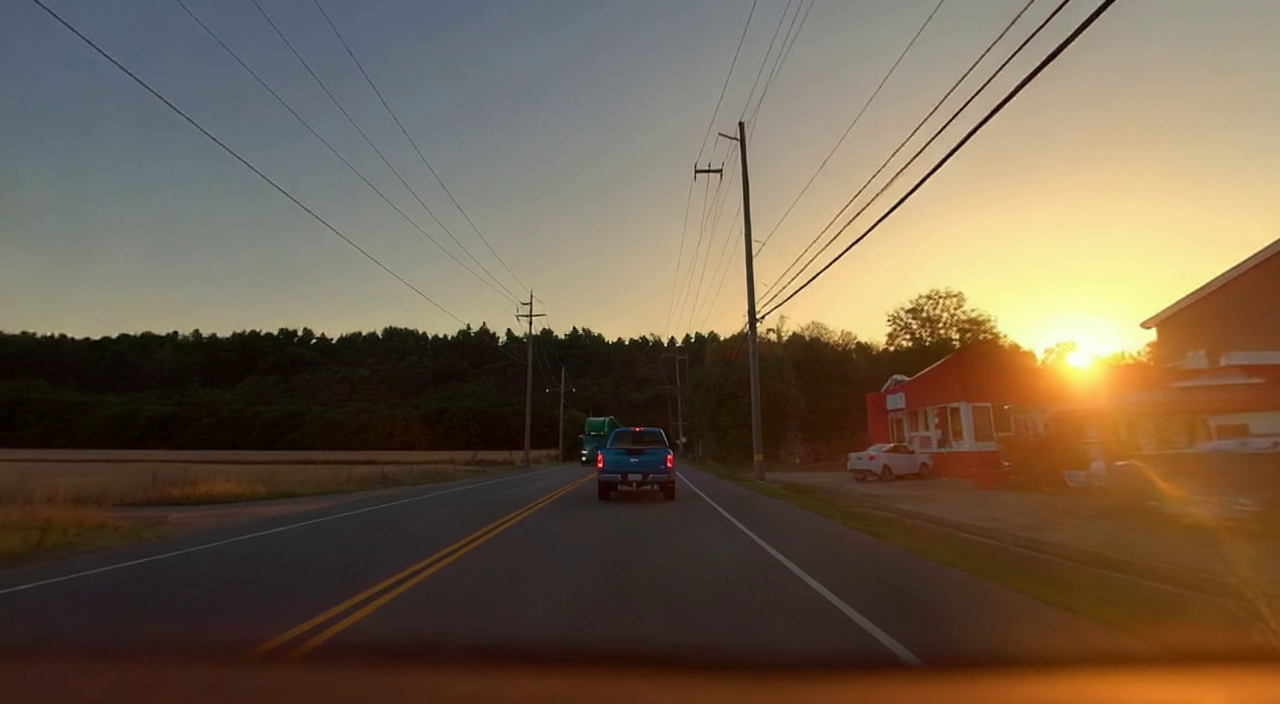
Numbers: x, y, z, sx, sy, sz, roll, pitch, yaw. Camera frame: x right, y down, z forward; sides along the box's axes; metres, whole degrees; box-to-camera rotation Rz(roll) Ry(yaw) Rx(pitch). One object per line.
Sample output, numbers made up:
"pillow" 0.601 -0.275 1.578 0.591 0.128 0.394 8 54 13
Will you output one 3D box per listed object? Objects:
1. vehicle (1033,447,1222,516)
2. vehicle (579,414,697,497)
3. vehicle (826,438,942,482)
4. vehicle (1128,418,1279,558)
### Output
"vehicle" 12.052 3.086 15.577 4.571 1.451 1.906 5 -10 -29
"vehicle" -0.022 3.124 19.457 2.921 2.031 7.416 0 -8 0
"vehicle" 10.868 4.698 27.944 5.304 1.754 2.340 7 -11 -38
"vehicle" 11.167 2.236 10.989 5.776 1.936 2.535 6 -8 -35
